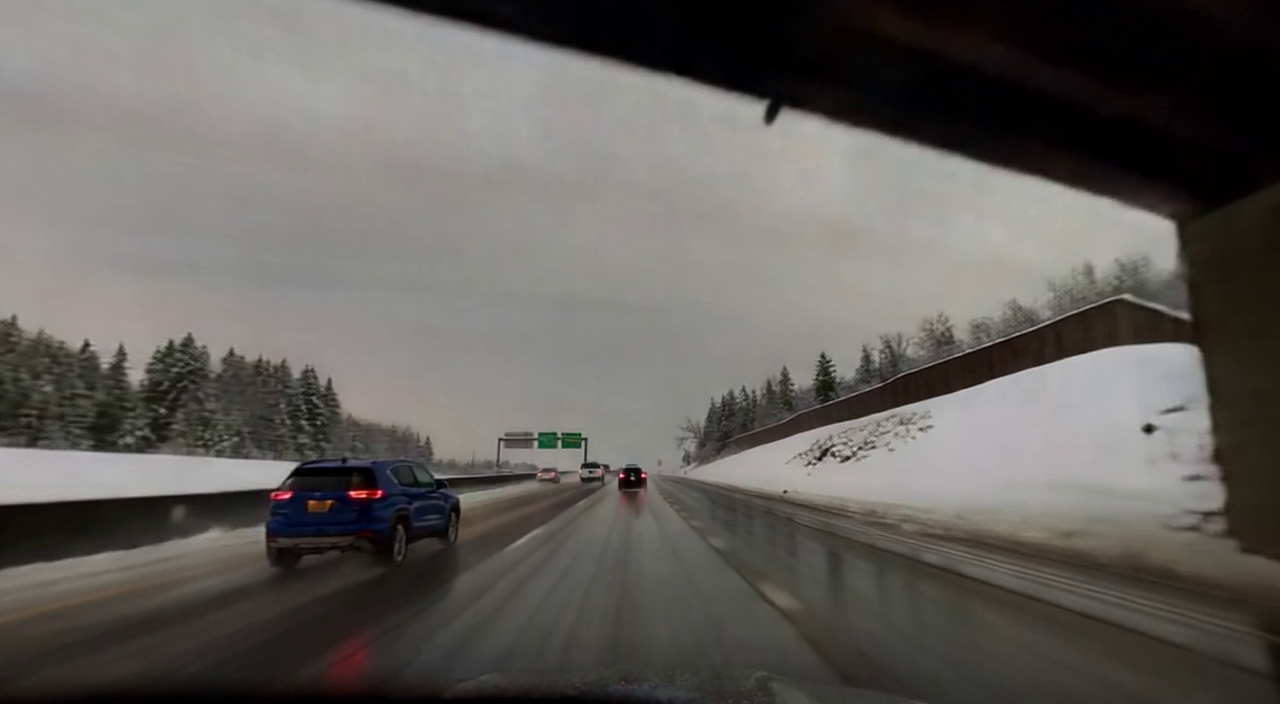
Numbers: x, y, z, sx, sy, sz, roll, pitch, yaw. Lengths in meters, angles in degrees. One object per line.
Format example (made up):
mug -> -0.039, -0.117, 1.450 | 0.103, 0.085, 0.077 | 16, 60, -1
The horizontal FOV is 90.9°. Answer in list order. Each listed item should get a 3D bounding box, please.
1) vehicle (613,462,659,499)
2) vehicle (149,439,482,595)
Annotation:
vehicle -> -0.223, 5.976, 29.483 | 1.992, 1.601, 3.762 | 1, -10, -1
vehicle -> -3.880, 2.105, 8.778 | 2.102, 1.521, 4.687 | 1, -10, 0
